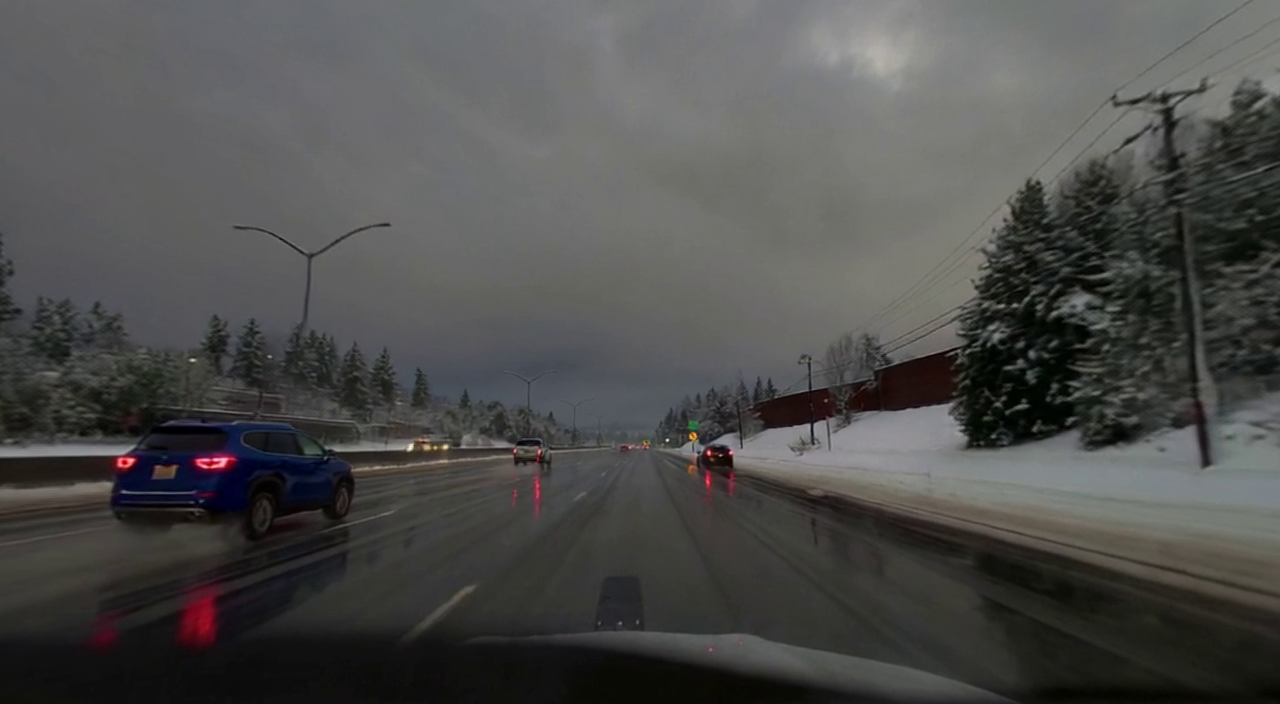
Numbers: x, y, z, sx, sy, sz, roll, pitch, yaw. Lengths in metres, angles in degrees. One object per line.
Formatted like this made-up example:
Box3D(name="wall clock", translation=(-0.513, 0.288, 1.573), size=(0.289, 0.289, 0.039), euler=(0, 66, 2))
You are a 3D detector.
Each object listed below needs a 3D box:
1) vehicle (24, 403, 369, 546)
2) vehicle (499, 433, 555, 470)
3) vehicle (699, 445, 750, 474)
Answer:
Box3D(name="vehicle", translation=(-6.384, 1.836, 9.991), size=(2.058, 1.698, 4.567), euler=(1, -9, 1))
Box3D(name="vehicle", translation=(-6.359, 5.690, 36.042), size=(2.255, 1.934, 4.868), euler=(1, -9, 0))
Box3D(name="vehicle", translation=(4.805, 6.176, 36.442), size=(2.251, 1.520, 4.550), euler=(1, -9, -1))
